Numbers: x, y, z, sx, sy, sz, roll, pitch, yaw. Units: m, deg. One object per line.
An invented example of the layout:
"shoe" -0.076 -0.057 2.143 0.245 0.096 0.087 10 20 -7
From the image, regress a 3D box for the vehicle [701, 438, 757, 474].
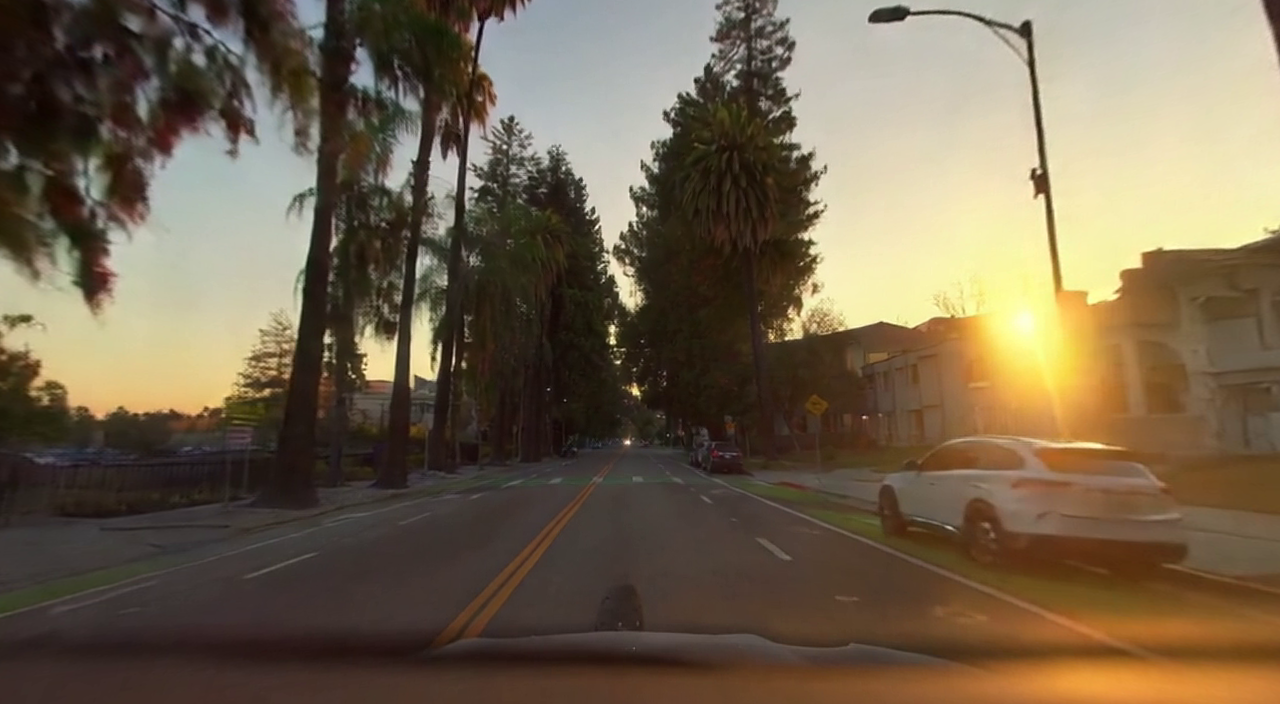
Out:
"vehicle" 4.316 5.104 31.315 1.997 1.640 4.494 0 -8 -1

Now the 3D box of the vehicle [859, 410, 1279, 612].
"vehicle" 4.750 1.741 7.981 2.144 1.720 4.794 0 -8 -1
